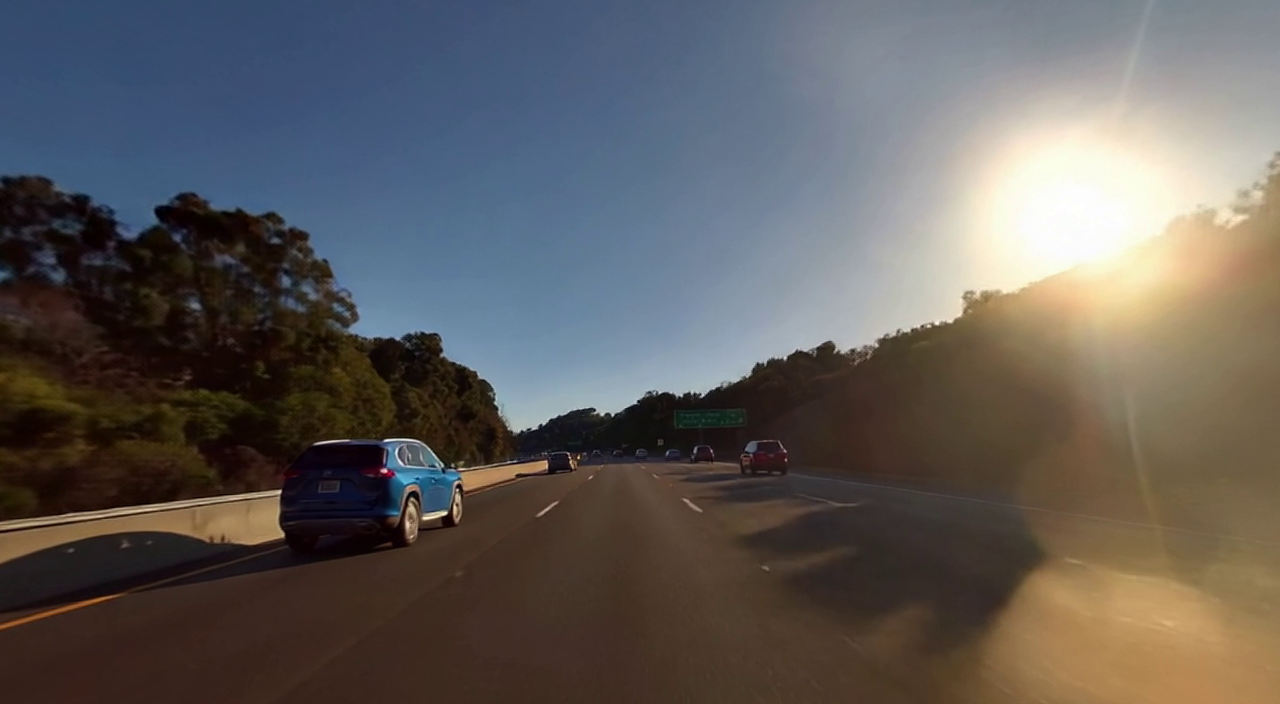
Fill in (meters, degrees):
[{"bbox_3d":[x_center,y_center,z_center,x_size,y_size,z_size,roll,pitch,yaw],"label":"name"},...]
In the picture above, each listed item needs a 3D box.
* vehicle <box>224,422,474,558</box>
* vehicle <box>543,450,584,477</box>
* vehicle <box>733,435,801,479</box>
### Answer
[{"bbox_3d":[-4.357,2.127,10.396,2.079,1.745,4.281,0,-9,0],"label":"vehicle"},{"bbox_3d":[-4.459,6.544,37.236,2.009,1.488,4.289,0,-9,-2],"label":"vehicle"},{"bbox_3d":[6.595,5.531,33.356,2.378,2.096,5.119,0,-9,-2],"label":"vehicle"}]
